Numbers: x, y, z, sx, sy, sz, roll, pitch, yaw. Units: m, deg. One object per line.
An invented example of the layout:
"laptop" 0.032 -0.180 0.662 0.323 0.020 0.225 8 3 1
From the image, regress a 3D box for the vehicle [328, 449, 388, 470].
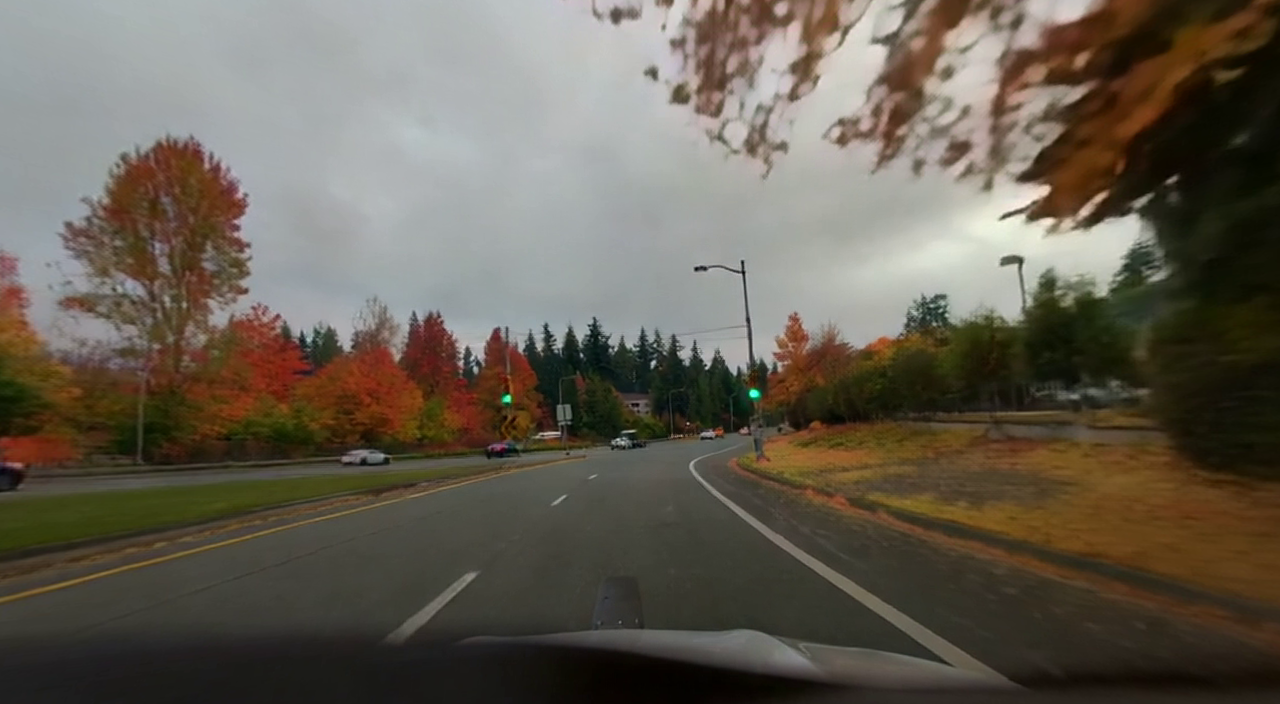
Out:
"vehicle" -22.160 8.457 49.637 1.865 1.518 4.231 -3 -9 20
